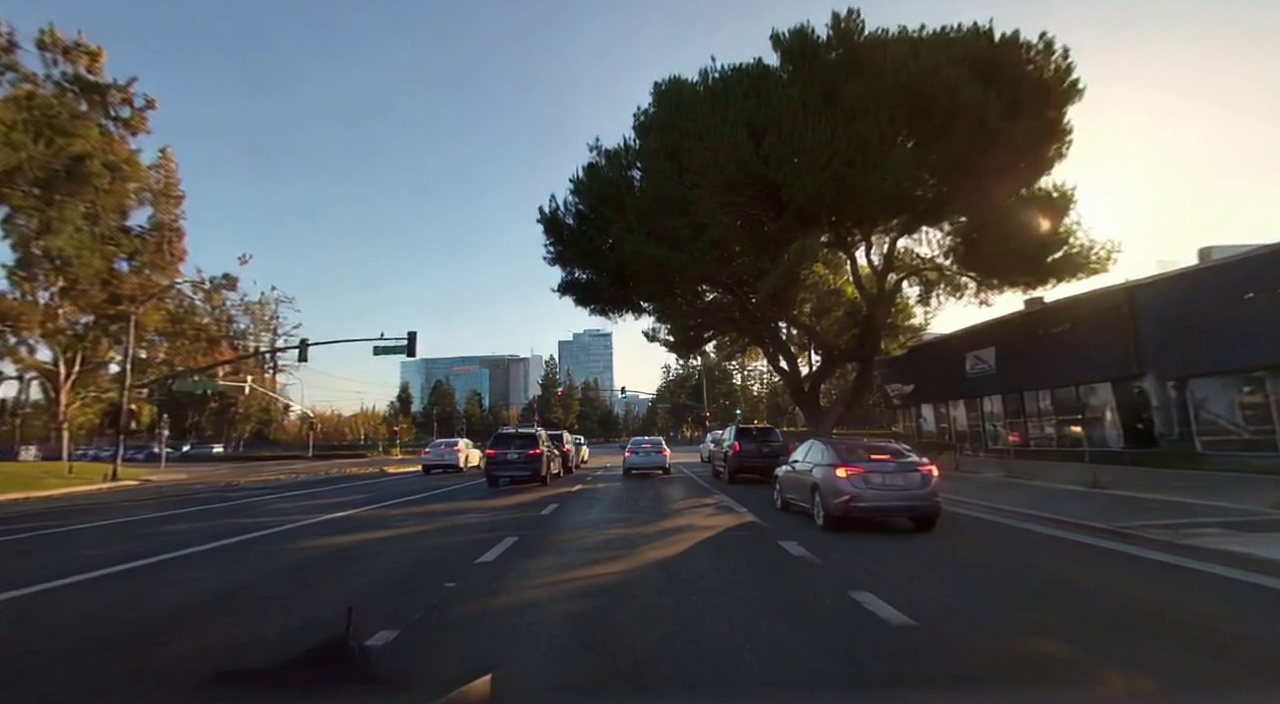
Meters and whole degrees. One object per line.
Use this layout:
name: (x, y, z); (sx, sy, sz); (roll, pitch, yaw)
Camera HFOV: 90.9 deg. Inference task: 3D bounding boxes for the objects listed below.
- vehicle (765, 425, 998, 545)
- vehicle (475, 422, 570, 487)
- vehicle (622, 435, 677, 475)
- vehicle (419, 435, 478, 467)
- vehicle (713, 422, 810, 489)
vehicle: (3.419, 1.958, 9.944); (1.913, 1.463, 4.198); (0, -8, -1)
vehicle: (-3.438, 3.112, 19.362); (2.023, 1.720, 4.452); (0, -8, 1)
vehicle: (0.296, 3.999, 24.688); (1.971, 1.433, 3.923); (0, -8, -1)
vehicle: (-10.439, 5.403, 34.597); (1.989, 1.598, 4.054); (-1, -8, 0)
vehicle: (3.465, 3.047, 18.821); (1.992, 1.744, 4.183); (0, -8, -1)
